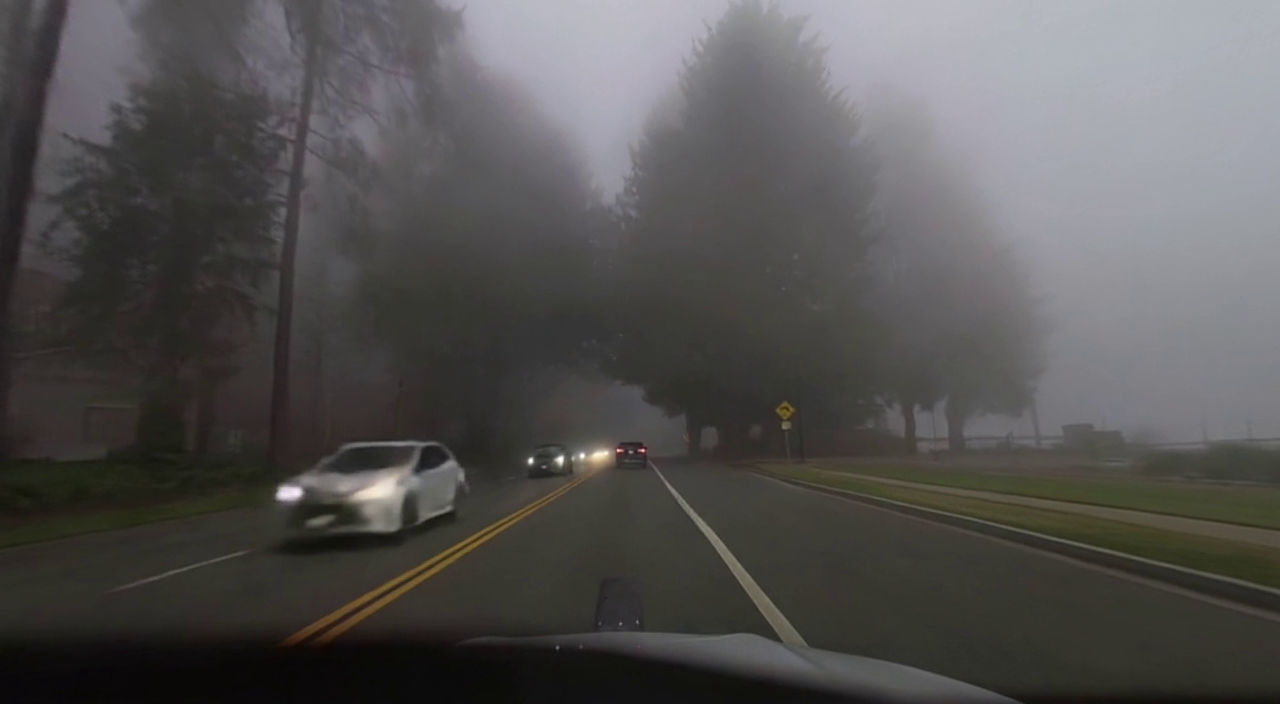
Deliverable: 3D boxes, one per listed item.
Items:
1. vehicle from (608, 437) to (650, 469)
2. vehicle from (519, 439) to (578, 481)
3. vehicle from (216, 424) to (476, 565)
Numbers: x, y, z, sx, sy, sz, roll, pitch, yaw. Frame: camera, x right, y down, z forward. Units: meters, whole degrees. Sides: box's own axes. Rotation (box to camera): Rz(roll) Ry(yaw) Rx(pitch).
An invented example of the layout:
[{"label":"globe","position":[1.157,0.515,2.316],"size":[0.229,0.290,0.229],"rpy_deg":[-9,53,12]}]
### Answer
[{"label":"vehicle","position":[-0.640,6.552,41.228],"size":[2.554,1.902,5.329],"rpy_deg":[-1,-9,0]},{"label":"vehicle","position":[-4.070,4.902,28.879],"size":[1.977,1.729,4.625],"rpy_deg":[-1,-9,0]},{"label":"vehicle","position":[-4.165,2.063,9.889],"size":[2.115,1.638,4.098],"rpy_deg":[-2,-9,0]}]
